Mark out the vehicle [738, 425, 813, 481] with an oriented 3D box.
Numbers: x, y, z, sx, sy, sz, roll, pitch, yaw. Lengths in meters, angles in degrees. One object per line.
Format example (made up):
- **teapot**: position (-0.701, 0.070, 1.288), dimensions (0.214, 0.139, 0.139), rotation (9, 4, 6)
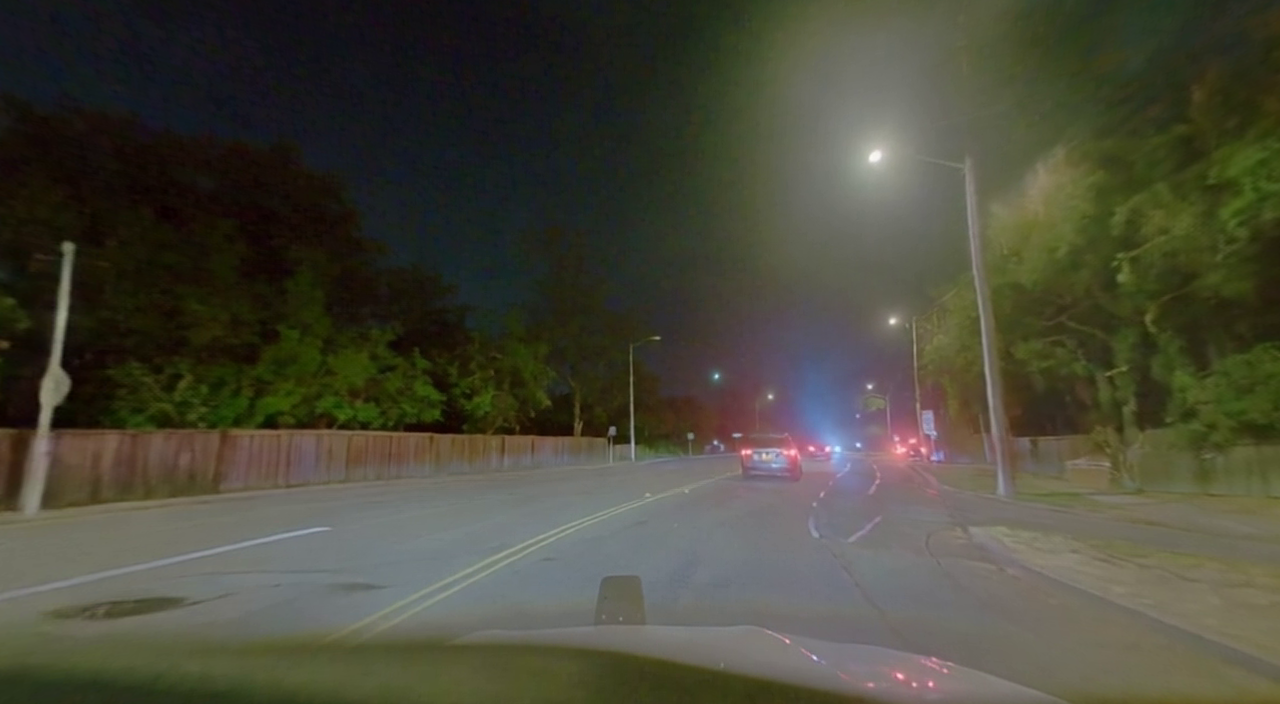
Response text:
- **vehicle**: position (5.163, 3.739, 23.639), dimensions (2.230, 1.827, 4.580), rotation (-3, -9, 18)
